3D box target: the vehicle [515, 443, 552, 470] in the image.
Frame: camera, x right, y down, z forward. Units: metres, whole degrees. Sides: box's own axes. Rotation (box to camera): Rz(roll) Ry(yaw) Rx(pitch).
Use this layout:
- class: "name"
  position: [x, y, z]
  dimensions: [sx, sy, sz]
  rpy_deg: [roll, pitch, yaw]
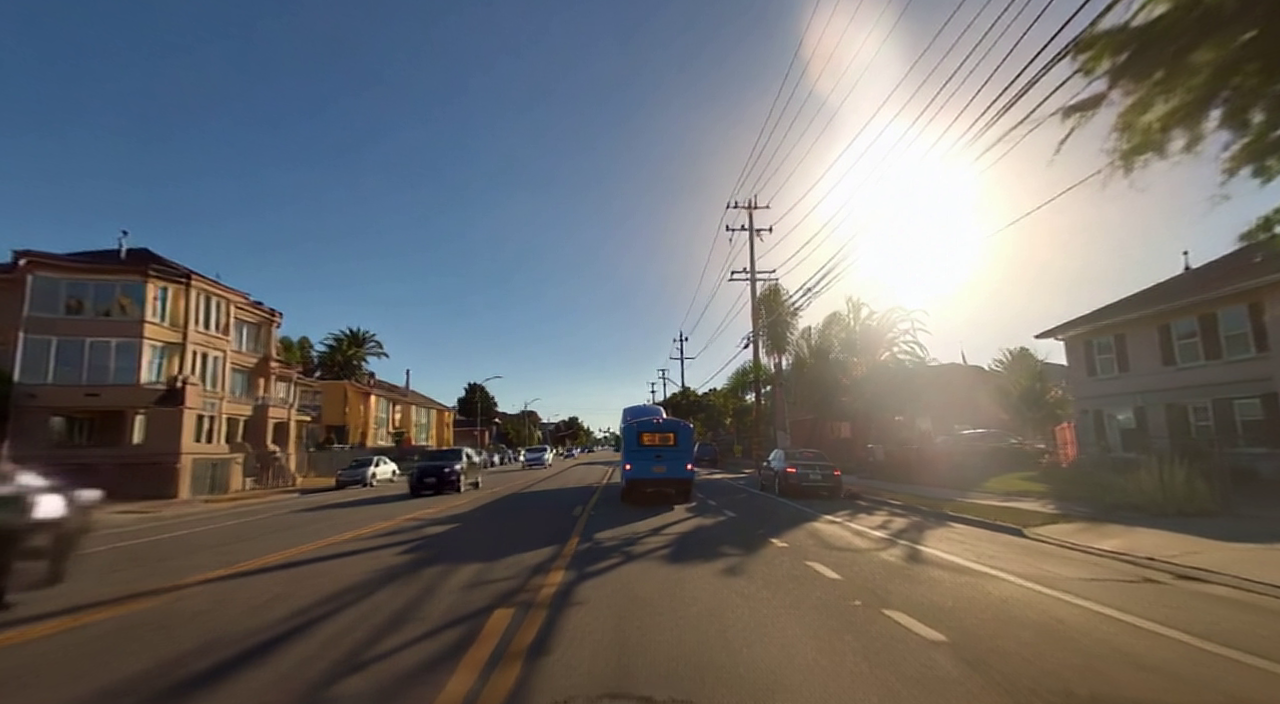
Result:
- class: "vehicle"
  position: [-7.454, 7.333, 44.396]
  dimensions: [1.993, 1.737, 4.353]
  rpy_deg: [0, -8, -2]

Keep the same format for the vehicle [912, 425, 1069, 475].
- class: "vehicle"
  position: [13.677, 3.813, 24.840]
  dimensions: [4.749, 1.699, 2.311]
  rpy_deg: [-2, -6, 0]

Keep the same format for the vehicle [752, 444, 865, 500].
- class: "vehicle"
  position: [4.831, 3.482, 18.782]
  dimensions: [2.022, 1.456, 4.246]
  rpy_deg: [0, -8, -3]

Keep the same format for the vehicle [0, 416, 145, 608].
- class: "vehicle"
  position: [-6.706, 1.357, 5.058]
  dimensions: [1.948, 1.706, 4.407]
  rpy_deg: [0, -8, -2]

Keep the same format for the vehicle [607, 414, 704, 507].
- class: "vehicle"
  position: [0.231, 2.765, 16.458]
  dimensions: [2.168, 2.040, 4.527]
  rpy_deg: [0, -8, -3]

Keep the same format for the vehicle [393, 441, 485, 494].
- class: "vehicle"
  position: [-6.933, 3.986, 22.243]
  dimensions: [1.965, 1.653, 4.251]
  rpy_deg: [0, -8, -2]

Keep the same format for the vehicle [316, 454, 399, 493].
- class: "vehicle"
  position: [-12.967, 5.574, 29.243]
  dimensions: [2.004, 1.441, 4.572]
  rpy_deg: [-3, -8, -3]
